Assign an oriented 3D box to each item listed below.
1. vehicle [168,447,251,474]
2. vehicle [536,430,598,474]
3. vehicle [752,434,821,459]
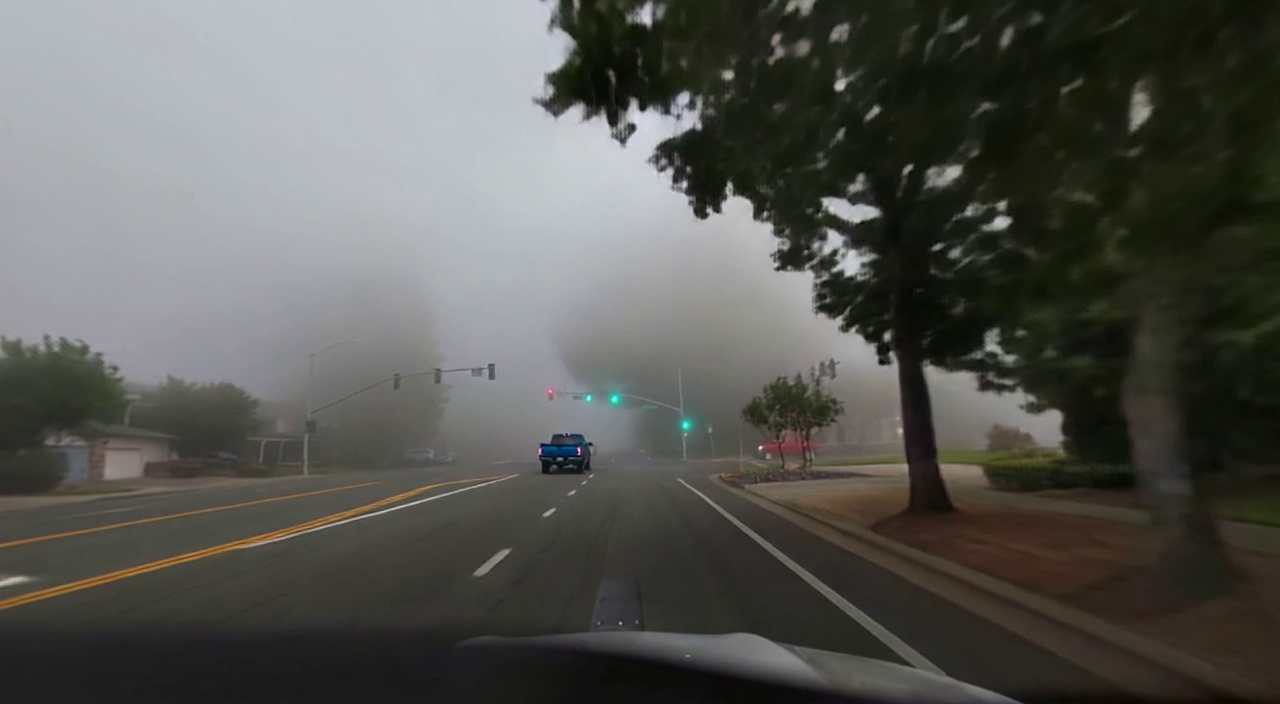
[{"bbox_3d":[-28.920,7.317,42.582,4.092,1.624,1.965,0,-11,-12],"label":"vehicle"},{"bbox_3d":[-3.613,5.156,32.699,2.508,2.001,5.880,0,-9,0],"label":"vehicle"},{"bbox_3d":[10.627,6.894,46.141,4.500,1.761,1.975,0,-9,1],"label":"vehicle"}]
